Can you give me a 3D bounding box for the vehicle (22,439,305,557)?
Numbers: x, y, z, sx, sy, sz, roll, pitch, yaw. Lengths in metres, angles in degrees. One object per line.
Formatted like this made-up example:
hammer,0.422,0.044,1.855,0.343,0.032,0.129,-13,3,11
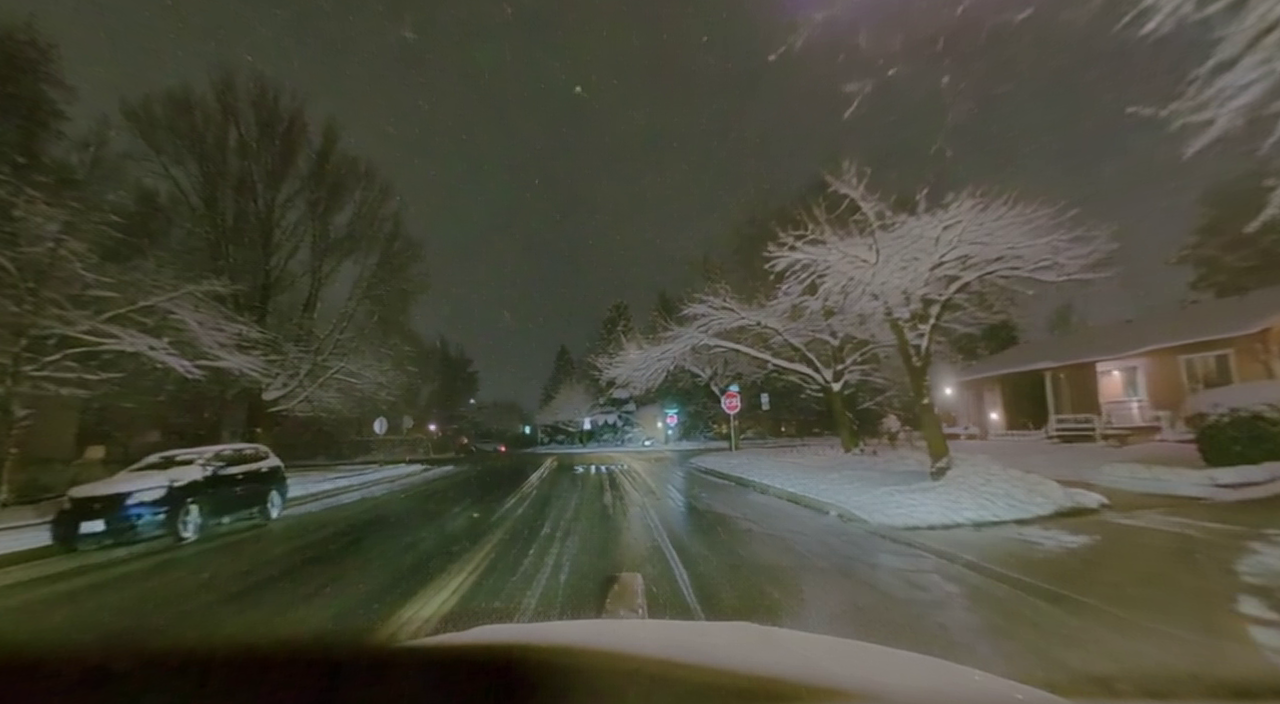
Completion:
vehicle,-7.989,2.404,11.282,1.994,1.656,4.334,1,-8,-6
